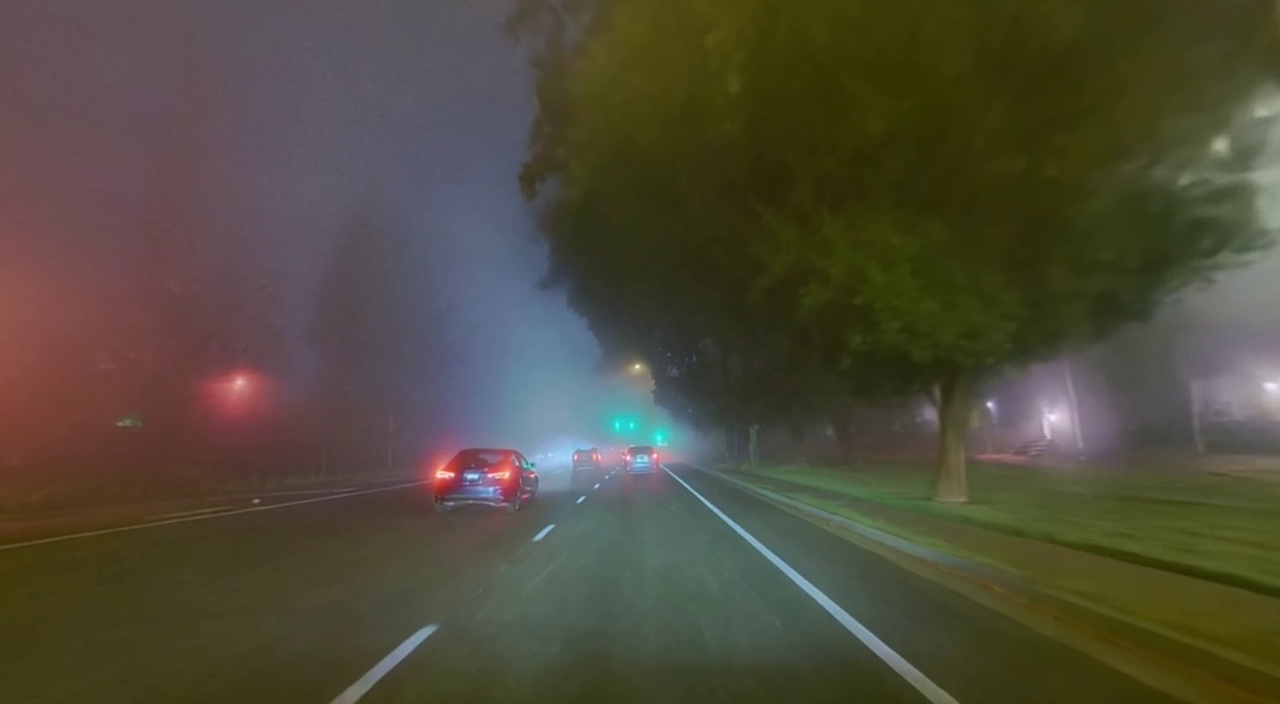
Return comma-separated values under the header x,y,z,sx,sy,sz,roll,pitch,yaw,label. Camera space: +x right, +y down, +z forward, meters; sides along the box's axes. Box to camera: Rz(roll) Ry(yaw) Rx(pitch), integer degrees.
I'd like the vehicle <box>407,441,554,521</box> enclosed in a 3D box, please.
x,y,z,sx,sy,sz,roll,pitch,yaw,label
-3.245,2.706,13.841,2.030,1.467,4.403,0,-8,1,vehicle

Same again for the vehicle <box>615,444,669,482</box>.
x,y,z,sx,sy,sz,roll,pitch,yaw,label
0.078,4.542,26.095,2.065,1.456,4.099,0,-8,0,vehicle

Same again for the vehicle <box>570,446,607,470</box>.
x,y,z,sx,sy,sz,roll,pitch,yaw,label
-3.344,6.976,41.766,2.114,1.500,3.912,0,-8,0,vehicle
